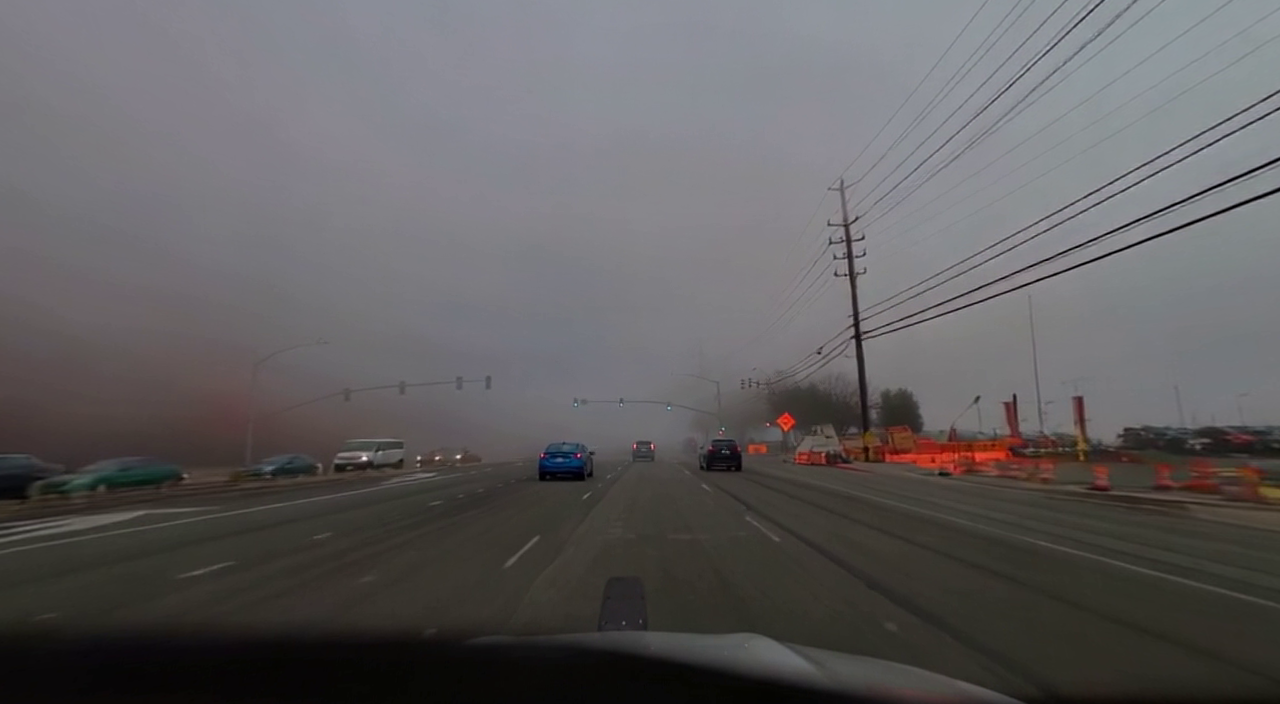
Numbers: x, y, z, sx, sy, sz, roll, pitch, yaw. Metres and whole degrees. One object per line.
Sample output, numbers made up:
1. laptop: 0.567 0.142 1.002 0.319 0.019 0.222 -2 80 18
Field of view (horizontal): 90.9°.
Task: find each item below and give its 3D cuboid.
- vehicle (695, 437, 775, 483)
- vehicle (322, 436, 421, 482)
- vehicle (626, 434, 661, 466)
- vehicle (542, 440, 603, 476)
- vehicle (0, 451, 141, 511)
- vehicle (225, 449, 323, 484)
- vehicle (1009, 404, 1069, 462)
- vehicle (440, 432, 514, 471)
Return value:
1. vehicle: 3.282 3.850 22.794 2.142 1.475 4.565 0 -8 0
2. vehicle: -9.705 3.887 23.140 1.774 1.535 3.828 -1 -8 3
3. vehicle: 0.232 6.068 39.021 2.060 1.845 4.151 0 -8 0
4. vehicle: -2.927 4.725 28.388 2.087 1.480 4.825 0 -8 1
5. vehicle: -17.611 3.734 18.747 1.813 1.513 4.457 0 -8 2
6. vehicle: -17.301 5.392 30.115 1.911 1.509 4.406 0 -8 2
7. vehicle: 25.630 5.119 40.557 2.825 3.296 8.344 -3 -7 32
8. vehicle: -8.983 5.557 35.349 2.392 2.012 5.727 0 -8 2
